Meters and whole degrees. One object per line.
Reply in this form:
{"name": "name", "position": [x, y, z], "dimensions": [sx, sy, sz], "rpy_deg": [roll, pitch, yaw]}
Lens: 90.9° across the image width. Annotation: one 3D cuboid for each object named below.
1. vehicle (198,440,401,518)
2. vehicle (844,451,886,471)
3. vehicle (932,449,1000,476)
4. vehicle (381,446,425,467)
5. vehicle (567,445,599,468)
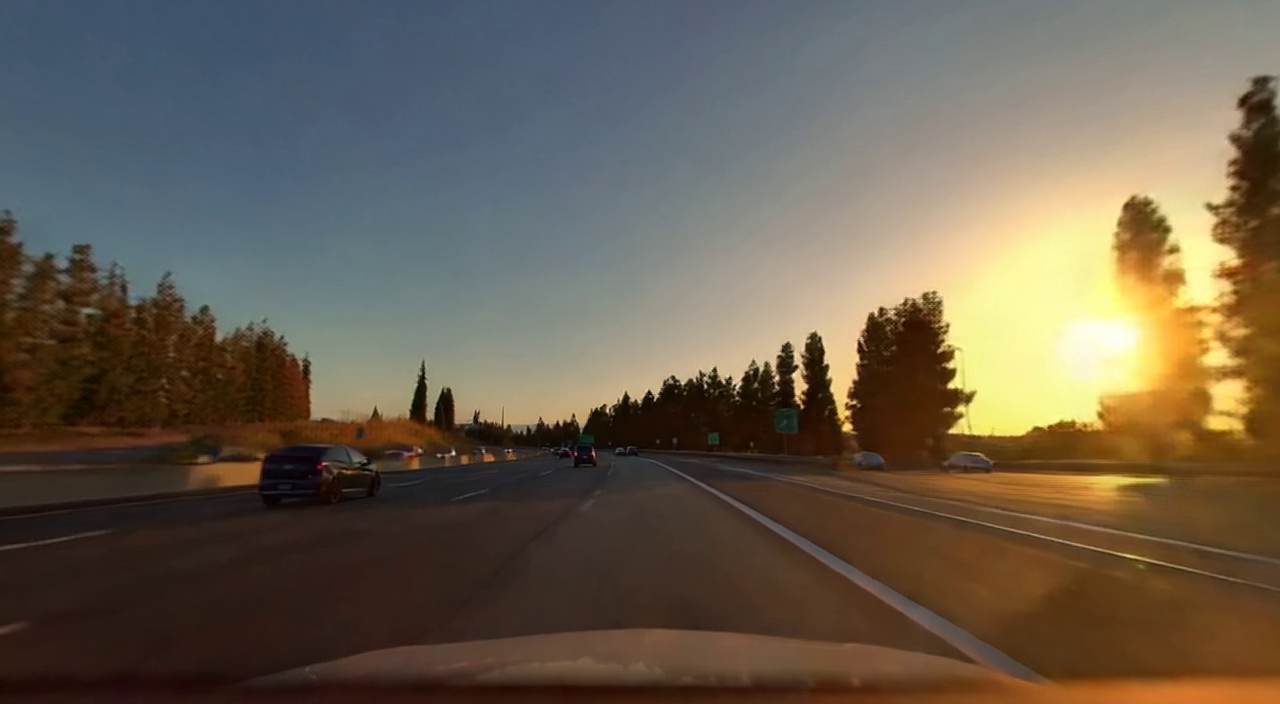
{"name": "vehicle", "position": [-7.419, 2.786, 14.451], "dimensions": [2.038, 1.463, 4.656], "rpy_deg": [0, -8, 0]}
{"name": "vehicle", "position": [17.679, 8.564, 49.731], "dimensions": [2.005, 1.478, 4.056], "rpy_deg": [-1, -8, 3]}
{"name": "vehicle", "position": [19.457, 6.611, 37.844], "dimensions": [1.950, 1.462, 4.391], "rpy_deg": [-1, -8, 4]}
{"name": "vehicle", "position": [-17.340, 7.643, 46.312], "dimensions": [1.812, 1.447, 3.802], "rpy_deg": [0, -8, -1]}
{"name": "vehicle", "position": [-3.966, 7.316, 44.351], "dimensions": [1.936, 1.465, 4.060], "rpy_deg": [0, -8, -1]}
